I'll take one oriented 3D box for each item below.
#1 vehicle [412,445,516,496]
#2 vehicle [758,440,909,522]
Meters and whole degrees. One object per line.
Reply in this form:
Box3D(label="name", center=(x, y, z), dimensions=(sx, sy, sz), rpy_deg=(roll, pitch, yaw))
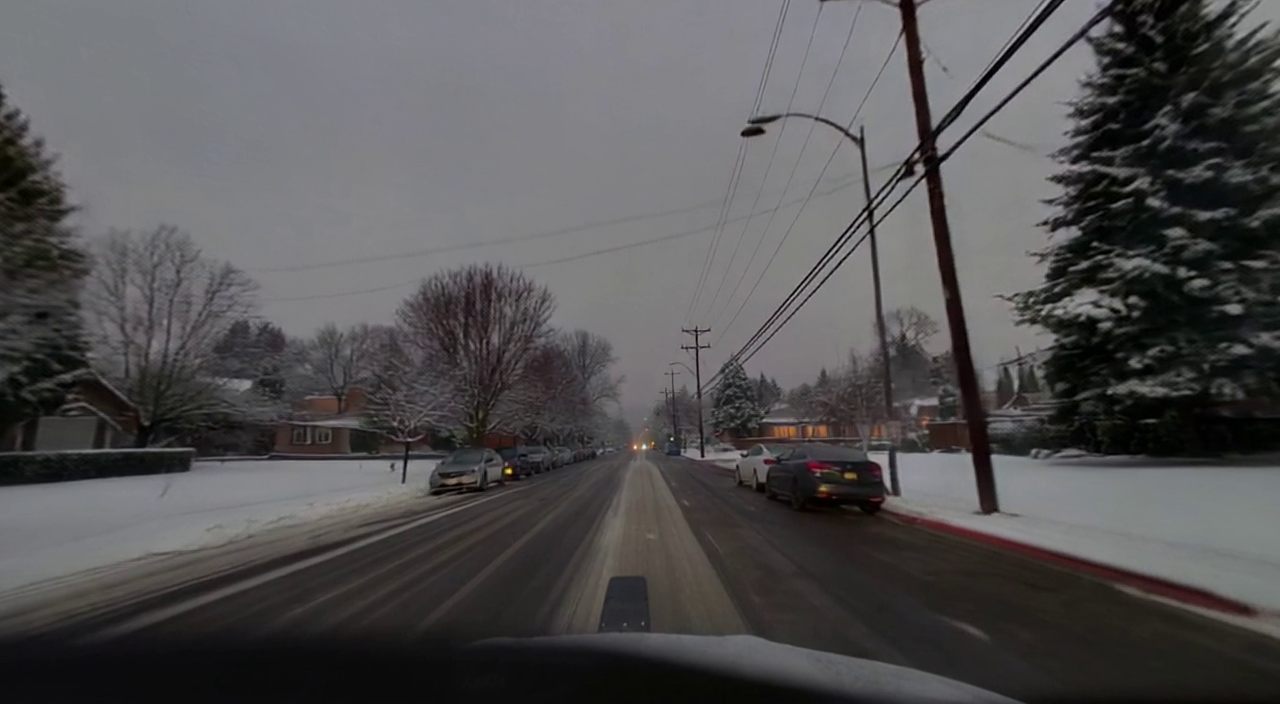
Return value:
Box3D(label="vehicle", center=(-5.977, 4.067, 22.152), dimensions=(2.231, 1.492, 4.727), rpy_deg=(0, -8, 1))
Box3D(label="vehicle", center=(3.853, 2.621, 13.369), dimensions=(1.851, 1.438, 4.177), rpy_deg=(0, -9, 0))
